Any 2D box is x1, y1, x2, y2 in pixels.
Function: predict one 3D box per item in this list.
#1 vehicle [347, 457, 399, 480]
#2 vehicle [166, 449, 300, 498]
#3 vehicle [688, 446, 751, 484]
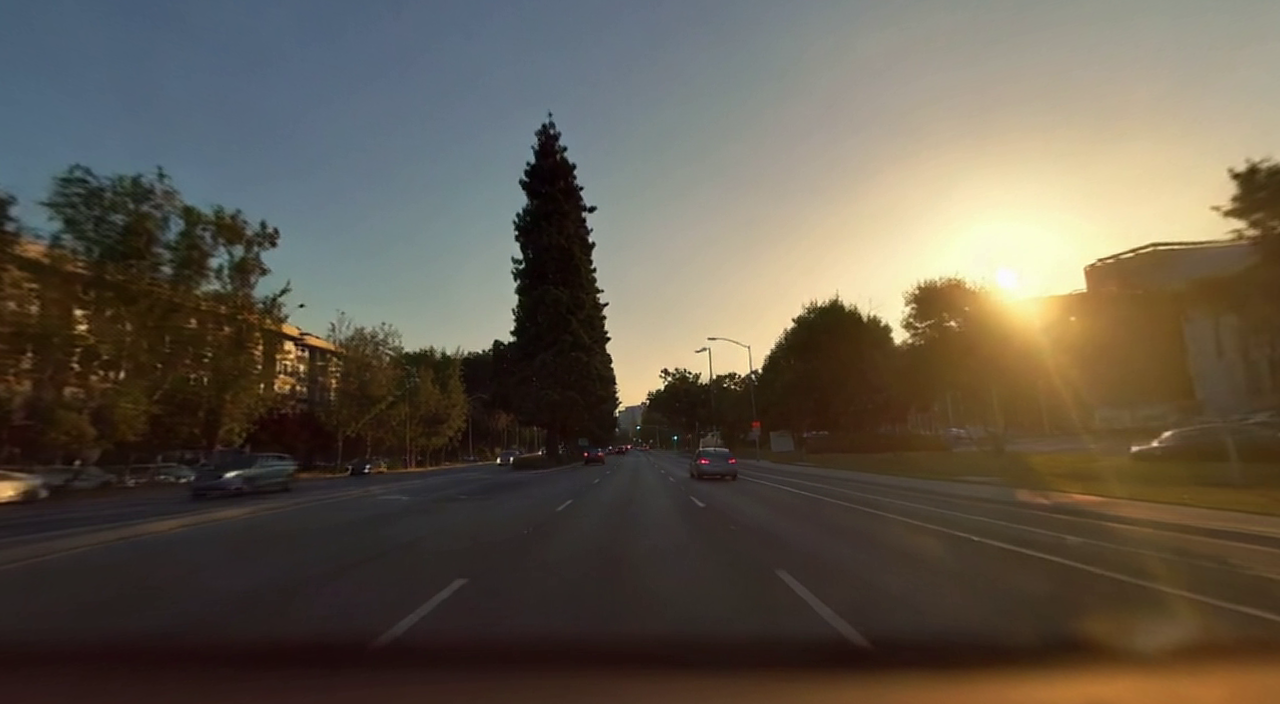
[{"bbox_3d":[-19.309,8.391,45.858,1.876,1.506,4.231,0,-9,0],"label":"vehicle"},{"bbox_3d":[-15.952,4.741,25.162,2.093,1.709,4.952,0,-9,-1],"label":"vehicle"},{"bbox_3d":[3.266,4.735,26.812,1.966,1.449,4.290,0,-9,-2],"label":"vehicle"}]
